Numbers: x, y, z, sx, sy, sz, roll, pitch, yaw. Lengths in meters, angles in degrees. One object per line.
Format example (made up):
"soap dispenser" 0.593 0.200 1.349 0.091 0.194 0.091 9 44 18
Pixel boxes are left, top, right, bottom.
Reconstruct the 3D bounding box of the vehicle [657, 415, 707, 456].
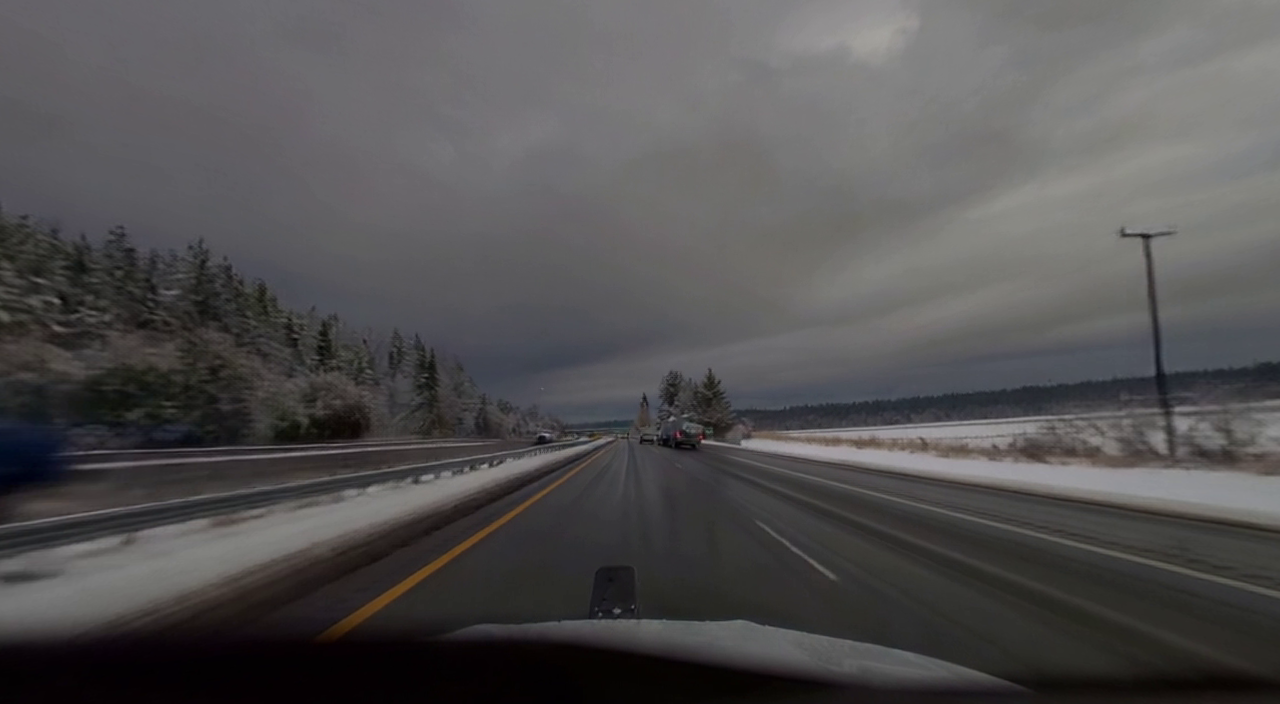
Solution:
"vehicle" 2.830 5.939 44.669 2.821 2.673 6.205 0 -8 -3
